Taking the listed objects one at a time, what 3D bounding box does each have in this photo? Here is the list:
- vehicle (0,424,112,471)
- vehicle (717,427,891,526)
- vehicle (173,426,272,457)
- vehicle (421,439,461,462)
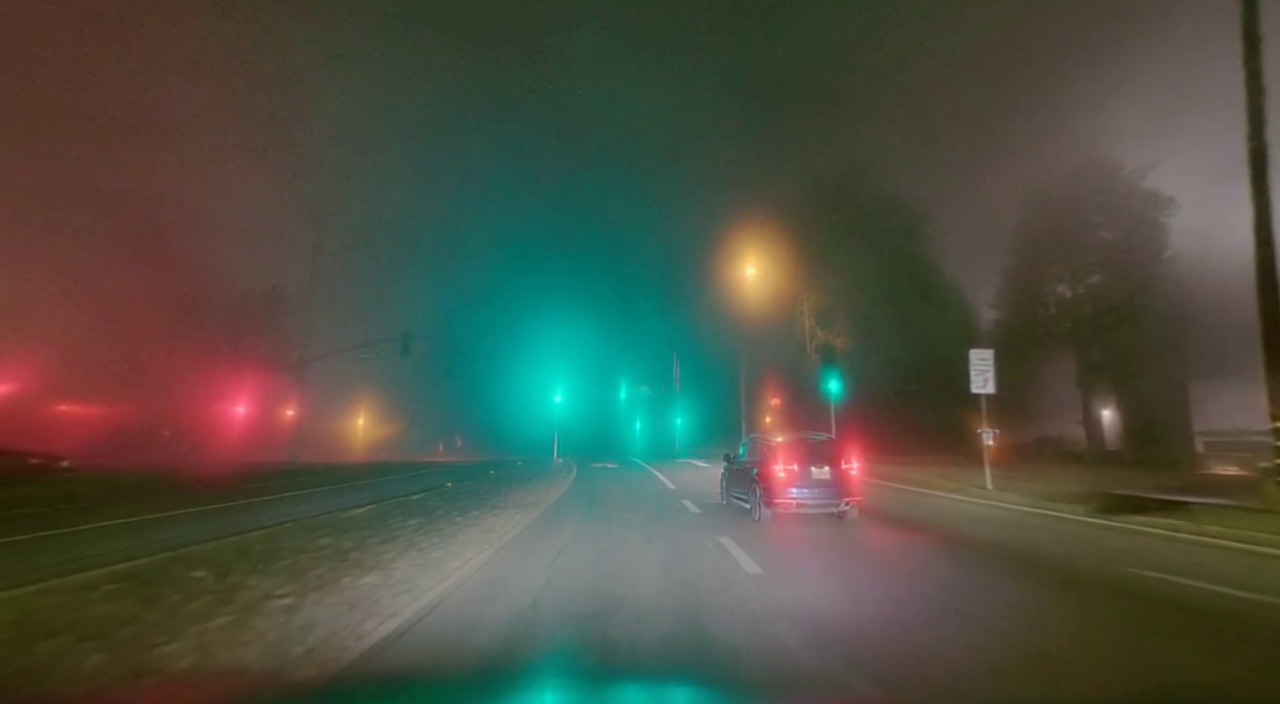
[{"bbox_3d":[-24.566,3.830,25.254,4.737,1.805,2.049,1,-9,-6],"label":"vehicle"},{"bbox_3d":[2.758,2.201,11.687,1.960,1.479,4.086,0,-9,-3],"label":"vehicle"},{"bbox_3d":[-25.913,5.610,39.238,4.583,1.850,2.015,1,-9,-9],"label":"vehicle"},{"bbox_3d":[-14.692,7.278,46.733,2.041,1.608,4.166,1,-9,-7],"label":"vehicle"}]
